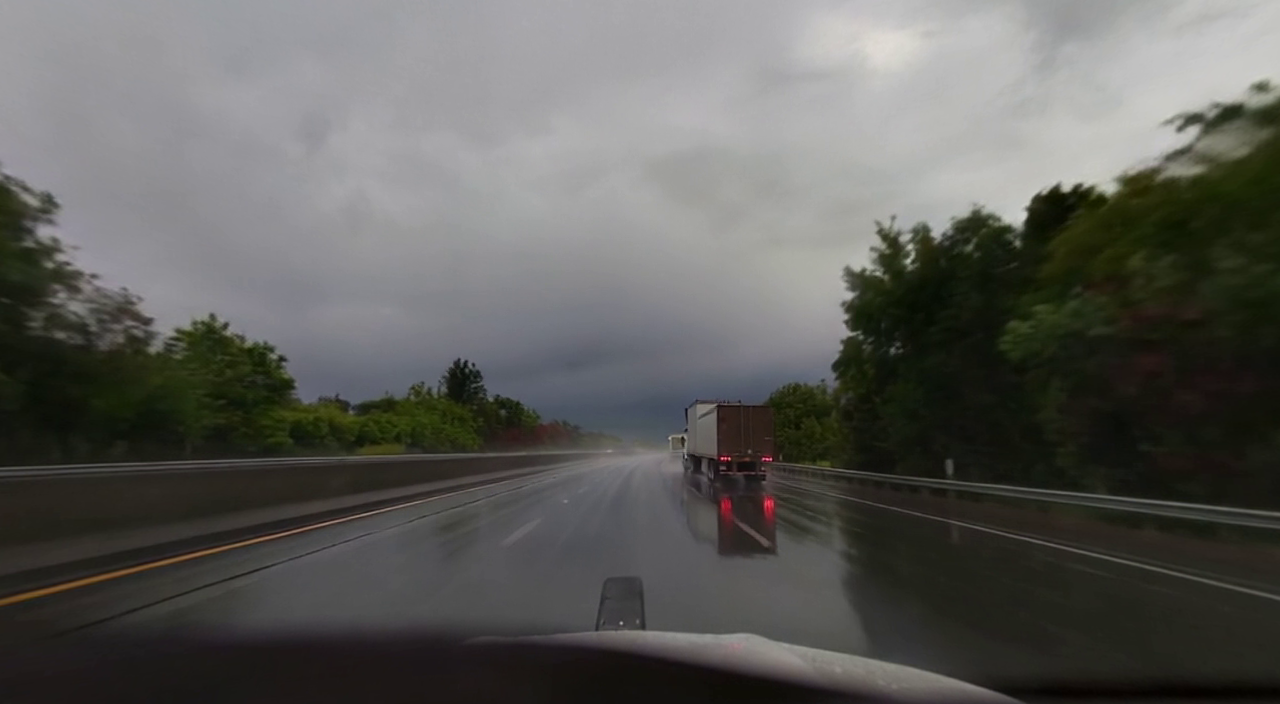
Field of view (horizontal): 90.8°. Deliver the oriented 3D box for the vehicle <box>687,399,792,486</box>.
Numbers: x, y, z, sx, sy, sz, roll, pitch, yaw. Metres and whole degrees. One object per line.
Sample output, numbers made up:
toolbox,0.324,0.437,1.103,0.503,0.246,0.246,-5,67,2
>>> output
vehicle,4.503,4.714,32.273,2.868,3.427,14.032,0,-9,-1
